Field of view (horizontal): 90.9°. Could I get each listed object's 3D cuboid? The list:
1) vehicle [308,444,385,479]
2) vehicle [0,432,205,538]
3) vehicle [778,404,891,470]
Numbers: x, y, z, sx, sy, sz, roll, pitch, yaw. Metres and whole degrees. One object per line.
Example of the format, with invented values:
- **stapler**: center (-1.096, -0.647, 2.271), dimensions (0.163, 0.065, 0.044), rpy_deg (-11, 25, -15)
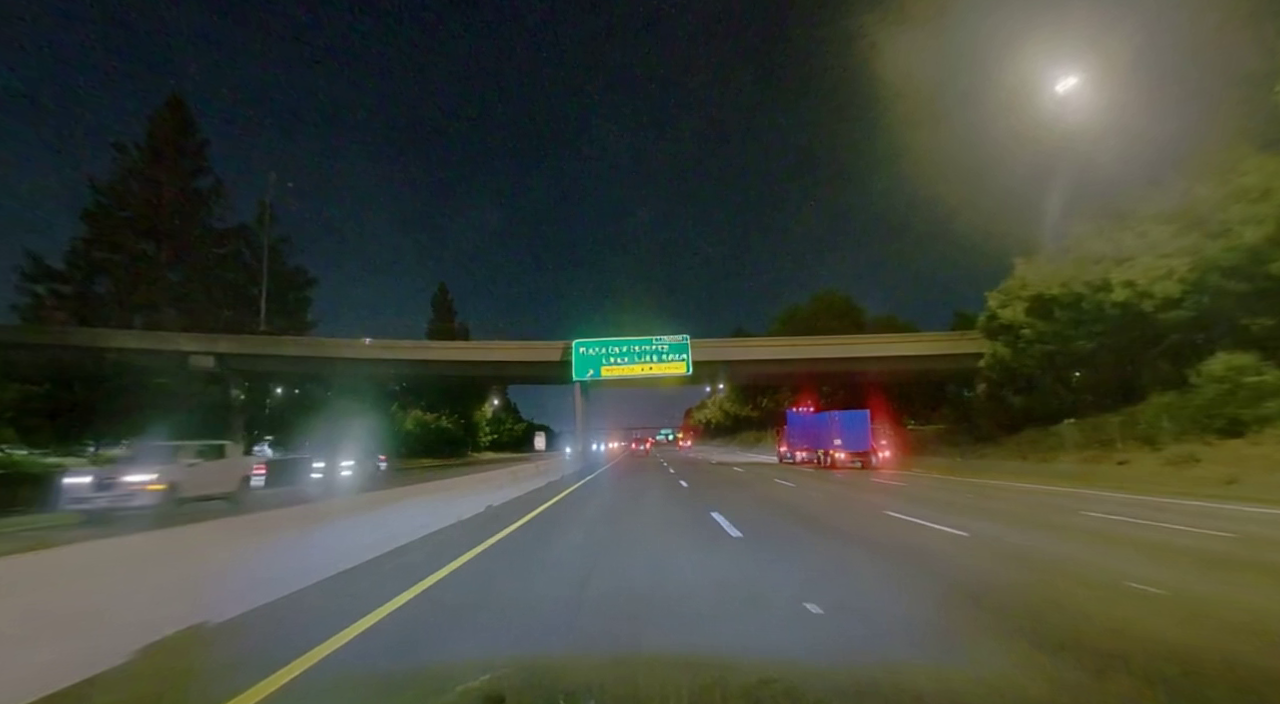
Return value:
- **vehicle**: center (-13.990, 5.201, 30.317), dimensions (1.794, 1.548, 3.897), rpy_deg (0, -8, 0)
- **vehicle**: center (-10.400, 2.319, 11.638), dimensions (1.810, 1.593, 3.998), rpy_deg (0, -8, 1)
- **vehicle**: center (10.850, 5.019, 36.763), dimensions (2.960, 3.207, 10.950), rpy_deg (0, -8, -1)
